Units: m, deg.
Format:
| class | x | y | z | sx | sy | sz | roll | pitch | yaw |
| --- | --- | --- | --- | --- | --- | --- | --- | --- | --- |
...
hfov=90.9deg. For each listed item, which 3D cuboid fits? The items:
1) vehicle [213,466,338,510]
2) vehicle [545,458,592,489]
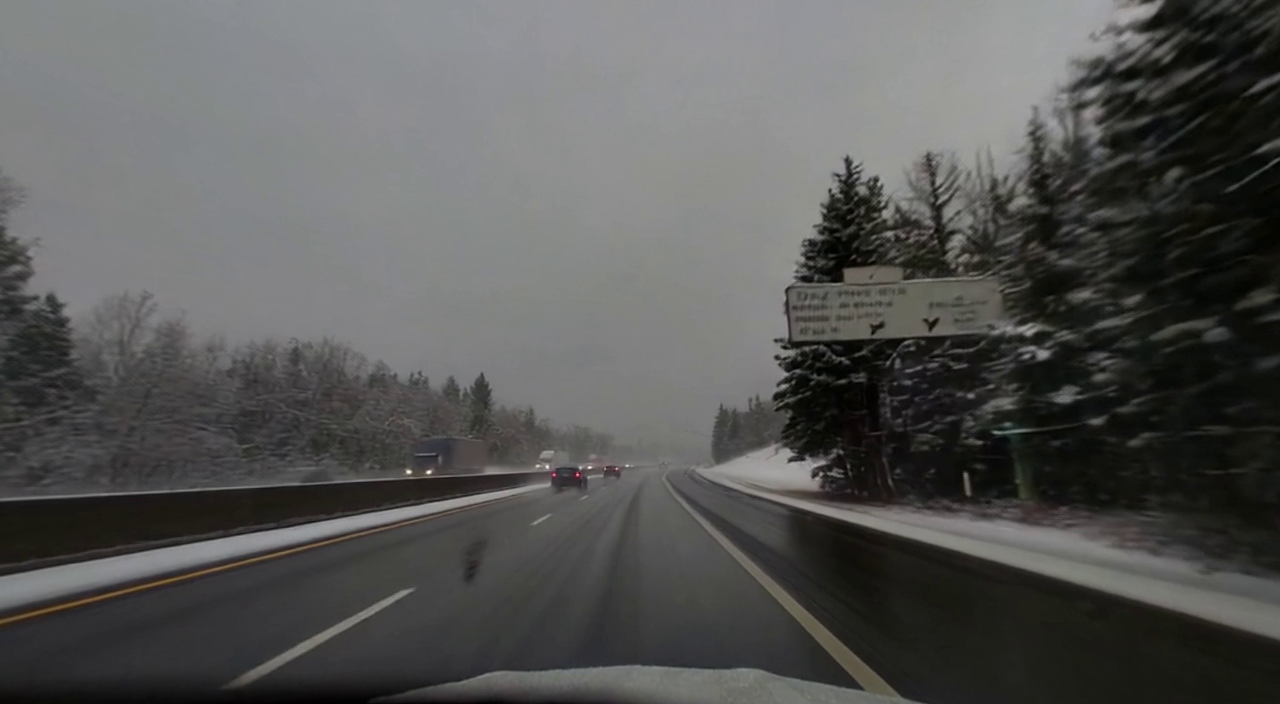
| class | x | y | z | sx | sy | sz | roll | pitch | yaw |
| --- | --- | --- | --- | --- | --- | --- | --- | --- | --- |
| vehicle | -13.238 | 4.956 | 23.270 | 1.837 | 1.427 | 4.498 | 1 | -10 | 1 |
| vehicle | -4.226 | 7.349 | 38.157 | 2.160 | 1.721 | 4.368 | 1 | -10 | 2 |
